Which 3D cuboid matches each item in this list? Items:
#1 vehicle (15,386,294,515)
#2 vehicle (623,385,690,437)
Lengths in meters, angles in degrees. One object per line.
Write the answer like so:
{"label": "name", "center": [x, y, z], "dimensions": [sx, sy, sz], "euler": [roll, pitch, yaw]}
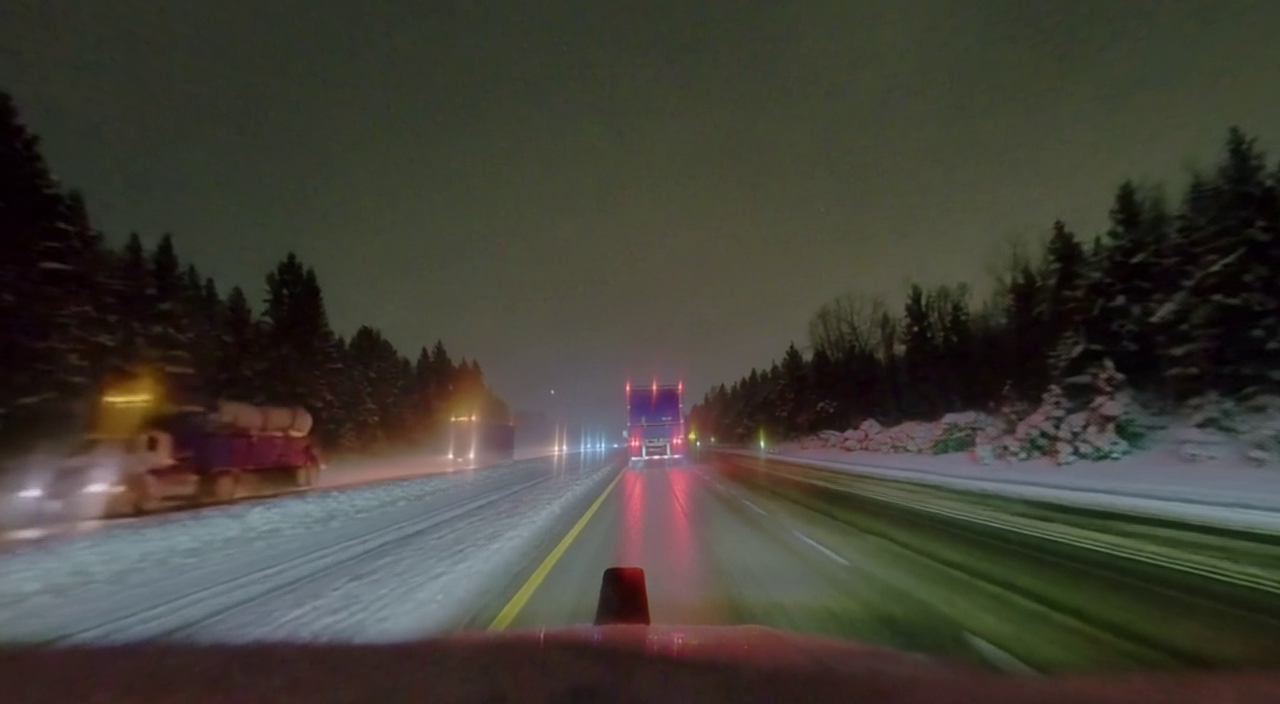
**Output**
{"label": "vehicle", "center": [-14.921, 3.133, 20.465], "dimensions": [2.777, 3.361, 7.671], "euler": [0, -8, 1]}
{"label": "vehicle", "center": [0.590, 2.512, 25.853], "dimensions": [2.509, 1.890, 4.732], "euler": [0, -8, -1]}
